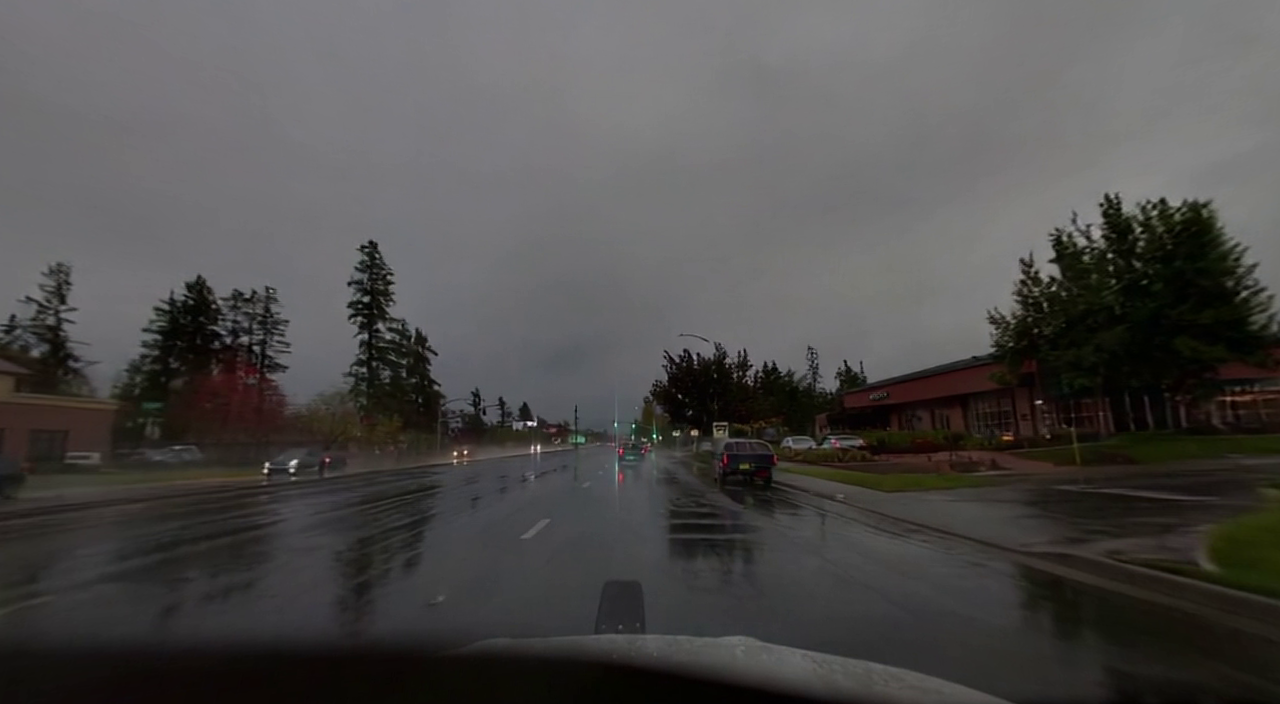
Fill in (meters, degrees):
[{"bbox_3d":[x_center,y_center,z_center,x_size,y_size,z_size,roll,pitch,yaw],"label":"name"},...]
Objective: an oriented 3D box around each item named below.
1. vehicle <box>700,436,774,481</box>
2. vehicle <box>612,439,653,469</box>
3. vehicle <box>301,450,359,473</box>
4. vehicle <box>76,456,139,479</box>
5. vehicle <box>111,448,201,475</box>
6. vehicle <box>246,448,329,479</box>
[{"bbox_3d":[3.708,4.186,25.067,2.060,1.611,4.675,0,-9,-2],"label":"vehicle"},{"bbox_3d":[-0.441,5.636,35.128,2.103,1.506,4.742,0,-9,-1],"label":"vehicle"},{"bbox_3d":[-21.810,7.686,44.689,1.873,1.506,4.447,0,-9,0],"label":"vehicle"},{"bbox_3d":[-37.951,8.192,45.130,1.724,1.495,3.818,2,-9,-12],"label":"vehicle"},{"bbox_3d":[-34.779,7.846,45.657,2.173,1.734,5.810,0,-9,-4],"label":"vehicle"},{"bbox_3d":[-18.249,5.786,33.002,1.827,1.471,4.428,0,-9,-1],"label":"vehicle"}]
